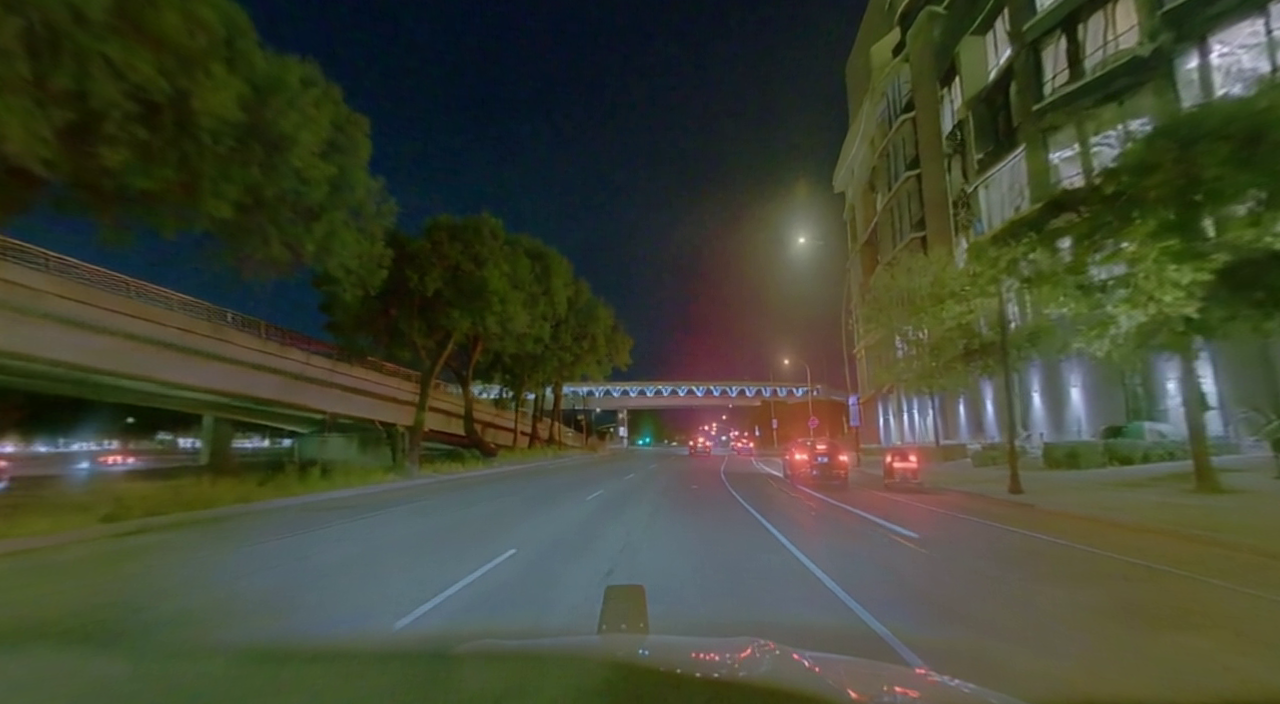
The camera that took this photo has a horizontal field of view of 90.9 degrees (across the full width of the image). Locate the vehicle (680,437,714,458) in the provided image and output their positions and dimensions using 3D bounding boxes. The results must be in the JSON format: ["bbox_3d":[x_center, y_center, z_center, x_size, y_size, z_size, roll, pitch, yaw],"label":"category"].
[{"bbox_3d":[4.333,7.160,47.122,2.280,1.475,4.051,-1,-8,8],"label":"vehicle"}]
